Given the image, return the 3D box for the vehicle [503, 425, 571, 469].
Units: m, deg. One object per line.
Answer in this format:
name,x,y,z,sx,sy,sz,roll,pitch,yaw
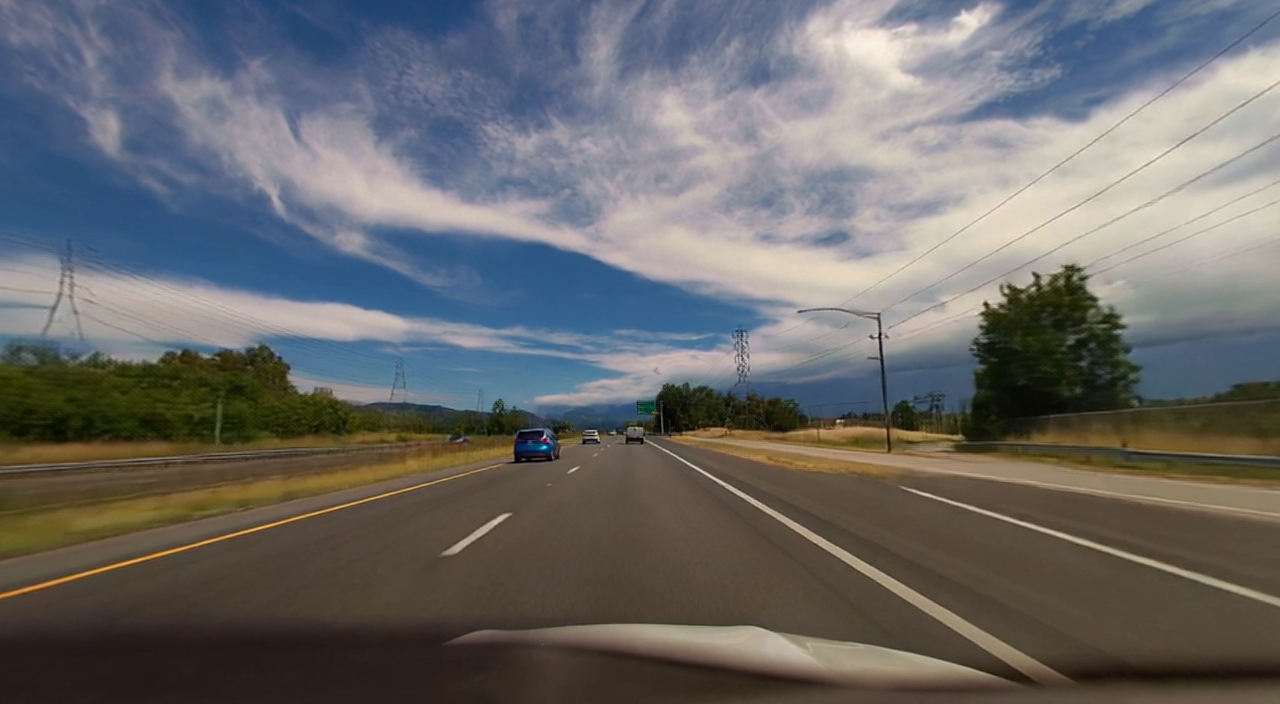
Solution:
vehicle,-3.964,3.729,24.966,2.023,1.580,4.259,0,-8,-1
